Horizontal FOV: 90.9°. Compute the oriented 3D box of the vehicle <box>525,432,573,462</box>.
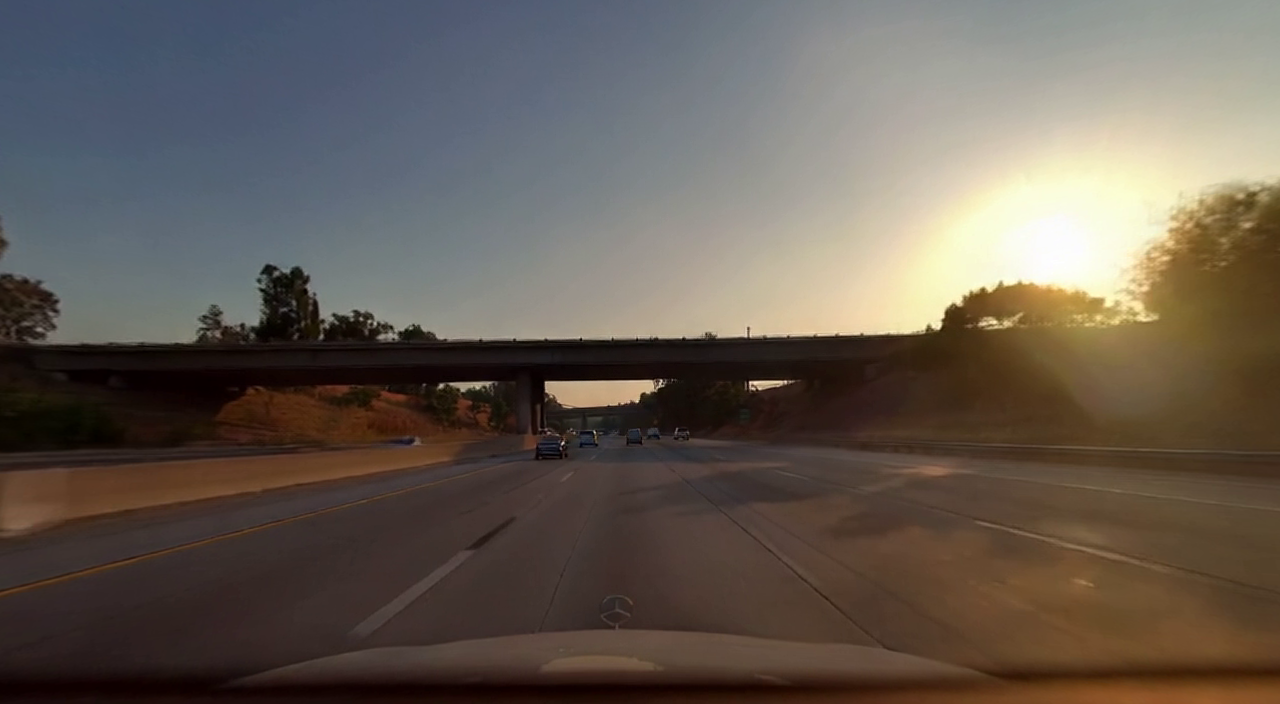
[{"bbox_3d":[-4.683,4.937,32.866,1.933,1.473,4.023,0,-8,-1],"label":"vehicle"}]
